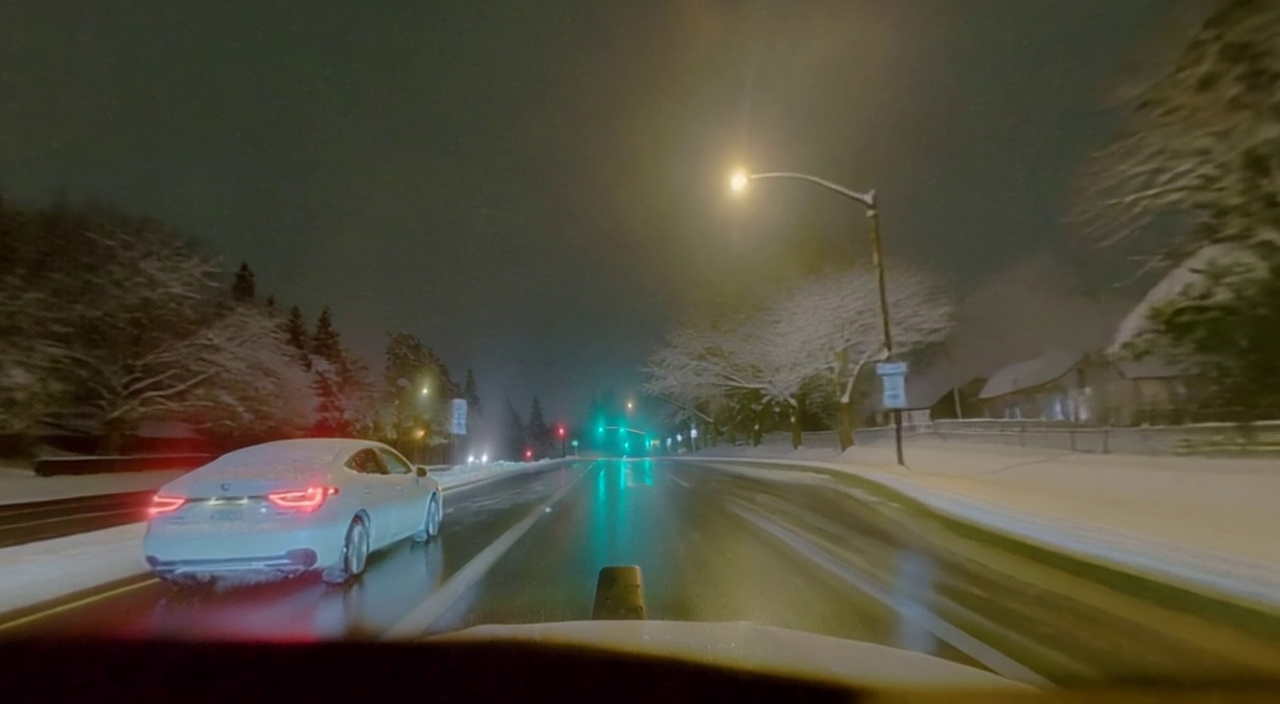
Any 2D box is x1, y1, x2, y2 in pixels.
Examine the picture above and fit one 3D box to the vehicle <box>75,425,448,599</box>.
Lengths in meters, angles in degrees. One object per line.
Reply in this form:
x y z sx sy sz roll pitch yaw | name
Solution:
-4.011 1.736 7.794 1.915 1.521 4.283 0 -8 0 | vehicle
